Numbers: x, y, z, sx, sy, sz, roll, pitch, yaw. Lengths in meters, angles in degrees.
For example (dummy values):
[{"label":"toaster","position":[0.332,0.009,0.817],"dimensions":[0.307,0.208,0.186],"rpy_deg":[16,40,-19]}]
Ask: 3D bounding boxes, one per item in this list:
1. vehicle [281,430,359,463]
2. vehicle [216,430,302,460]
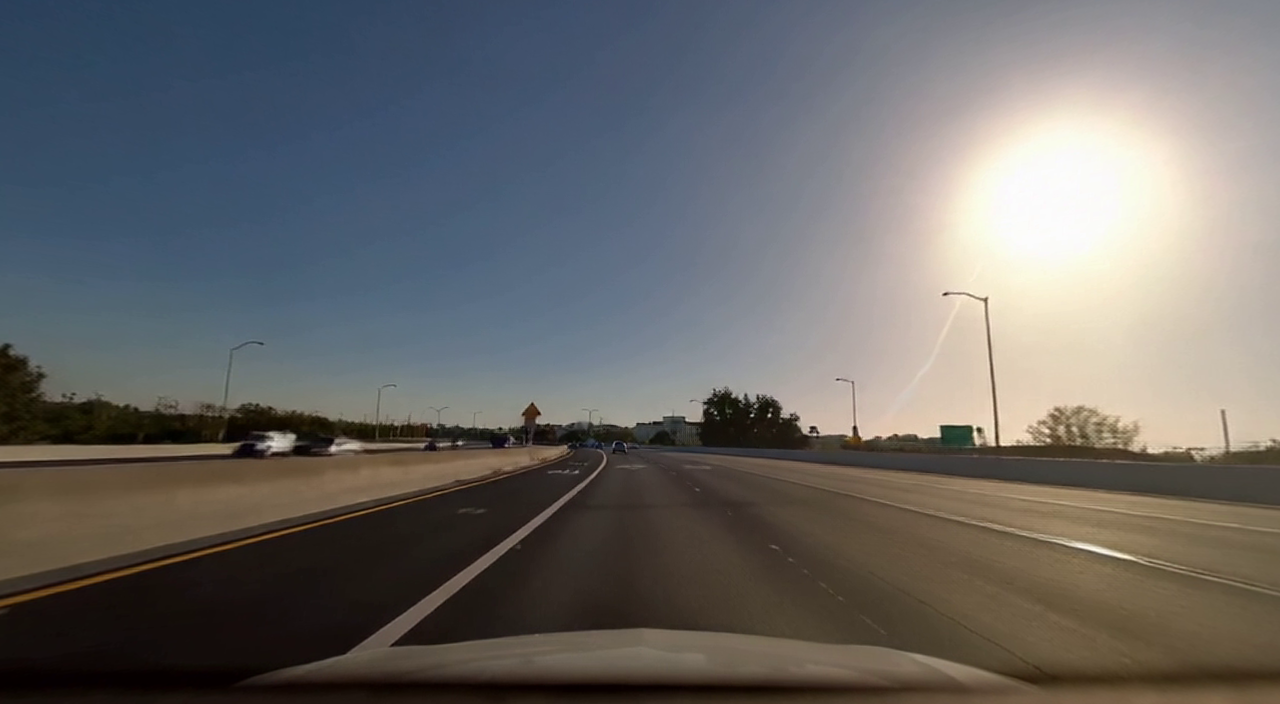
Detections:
[{"label":"vehicle","position":[-17.462,5.199,34.663],"dimensions":[1.933,1.660,4.631],"rpy_deg":[0,-8,-1]},{"label":"vehicle","position":[-26.637,6.537,44.444],"dimensions":[2.668,1.913,5.887],"rpy_deg":[0,-8,-4]}]
